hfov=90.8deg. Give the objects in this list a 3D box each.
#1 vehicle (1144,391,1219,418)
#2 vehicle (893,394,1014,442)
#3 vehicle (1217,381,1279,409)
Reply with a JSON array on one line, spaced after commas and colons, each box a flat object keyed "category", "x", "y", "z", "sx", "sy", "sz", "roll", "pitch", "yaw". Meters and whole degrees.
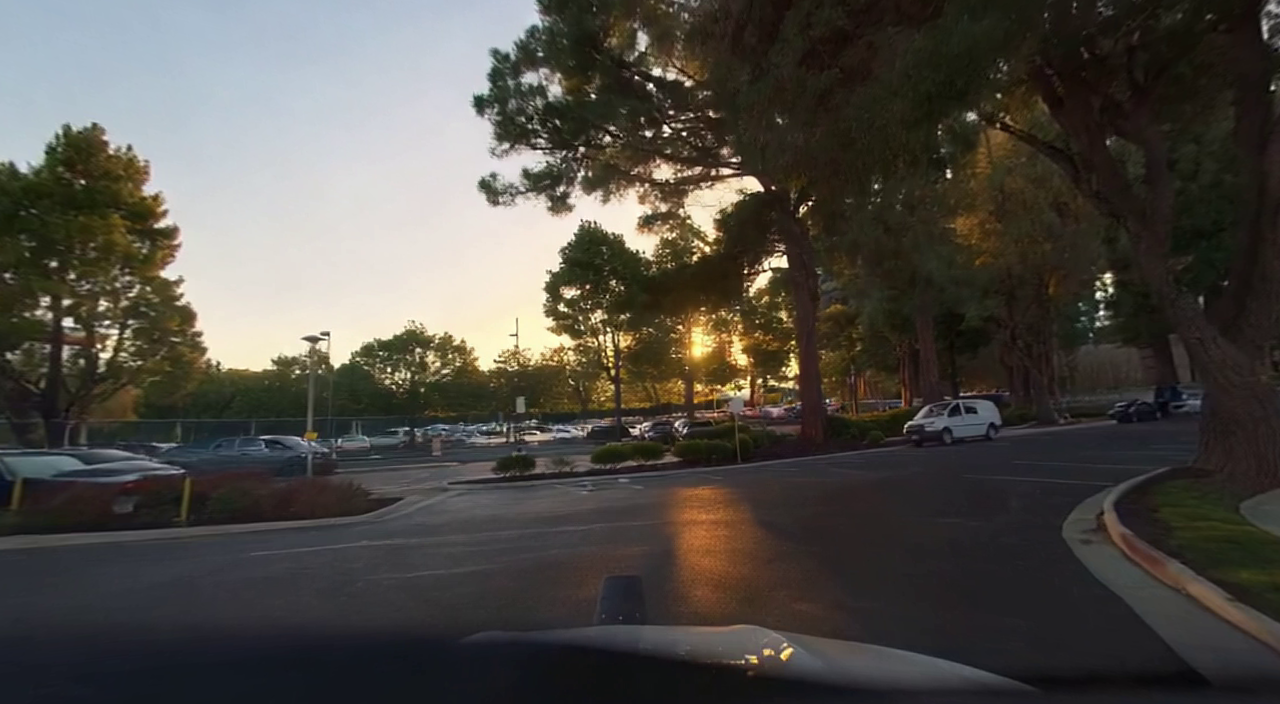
[{"category": "vehicle", "x": 35.779, "y": 3.516, "z": 41.697, "sx": 4.383, "sy": 1.525, "sz": 2.038, "roll": 4, "pitch": -10, "yaw": -26}, {"category": "vehicle", "x": 15.669, "y": 3.378, "z": 31.560, "sx": 5.547, "sy": 2.193, "sz": 2.433, "roll": 4, "pitch": -10, "yaw": -27}, {"category": "vehicle", "x": 45.045, "y": 3.179, "z": 46.400, "sx": 4.912, "sy": 1.741, "sz": 2.360, "roll": 6, "pitch": -7, "yaw": -28}]
